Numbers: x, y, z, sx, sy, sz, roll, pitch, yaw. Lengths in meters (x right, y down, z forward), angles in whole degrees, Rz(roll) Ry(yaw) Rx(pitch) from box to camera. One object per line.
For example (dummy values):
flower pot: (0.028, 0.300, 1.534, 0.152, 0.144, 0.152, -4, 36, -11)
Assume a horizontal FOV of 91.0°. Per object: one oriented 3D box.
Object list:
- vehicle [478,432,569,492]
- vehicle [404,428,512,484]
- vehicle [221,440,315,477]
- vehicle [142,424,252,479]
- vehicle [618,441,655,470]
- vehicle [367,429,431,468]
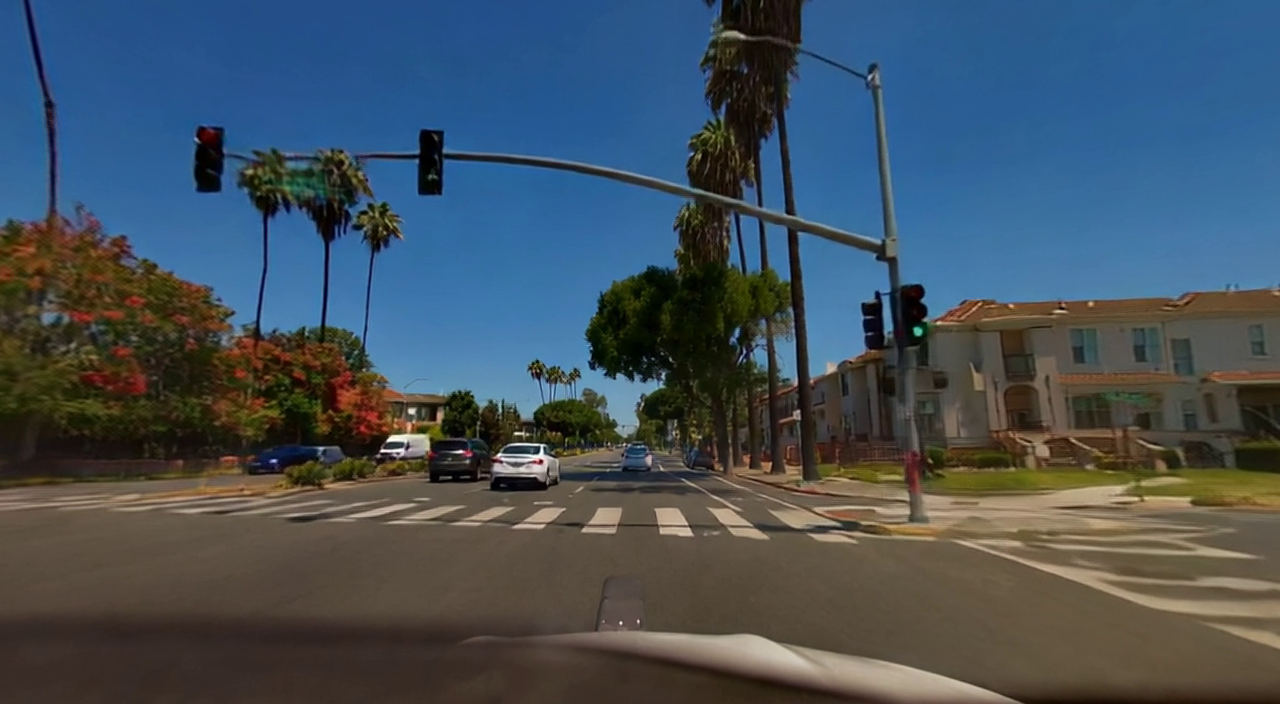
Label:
vehicle: (-3.834, 3.716, 21.594, 2.116, 1.806, 4.516, 0, -9, 1)
vehicle: (-7.217, 4.233, 25.921, 2.457, 2.010, 6.330, 0, -9, 1)
vehicle: (-18.382, 5.270, 31.391, 2.064, 1.670, 4.242, 0, -9, 0)
vehicle: (-26.007, 5.861, 37.278, 2.512, 2.978, 5.172, 1, -9, 0)
vehicle: (-0.268, 6.773, 41.299, 2.280, 1.803, 4.240, 0, -9, -1)
vehicle: (-17.991, 7.263, 47.350, 2.331, 2.714, 5.872, 0, -9, 1)
